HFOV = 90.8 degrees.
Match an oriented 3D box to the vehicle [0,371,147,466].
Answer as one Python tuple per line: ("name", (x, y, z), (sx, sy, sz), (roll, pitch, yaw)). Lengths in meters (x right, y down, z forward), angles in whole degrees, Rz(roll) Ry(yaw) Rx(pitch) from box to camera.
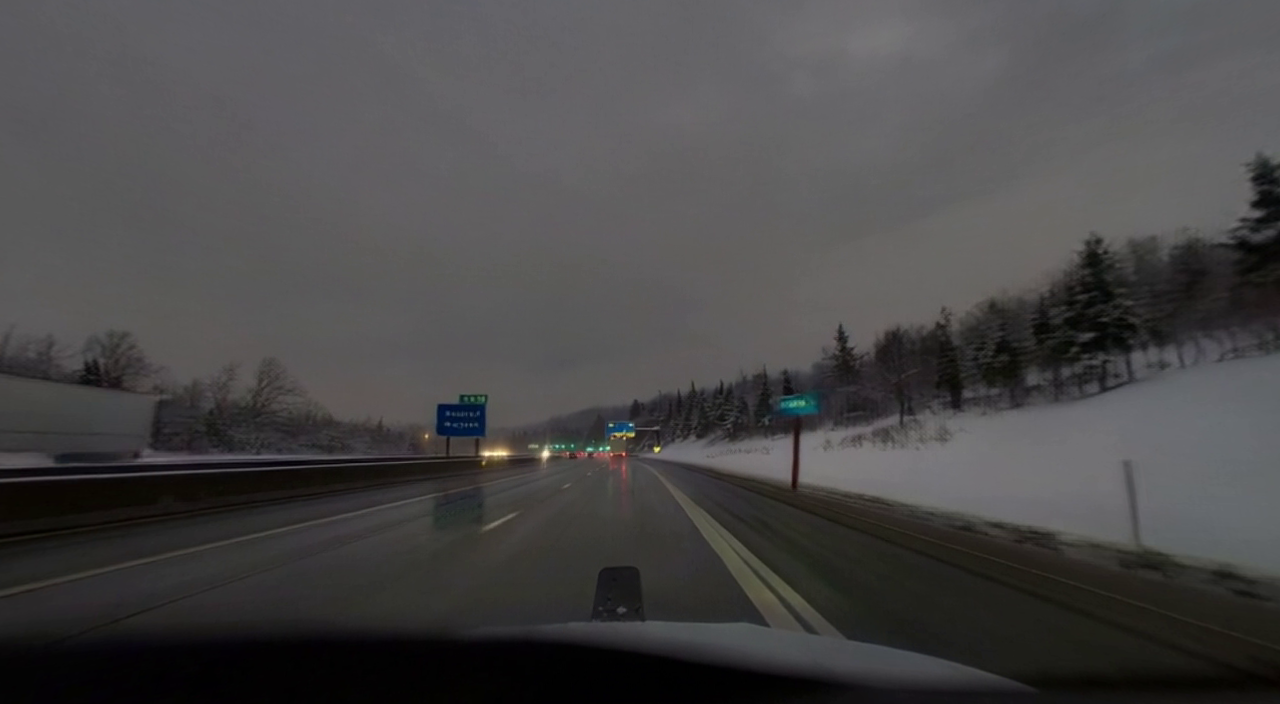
("vehicle", (-28.978, 3.019, 28.079), (3.136, 3.996, 13.881), (0, -9, -2))
